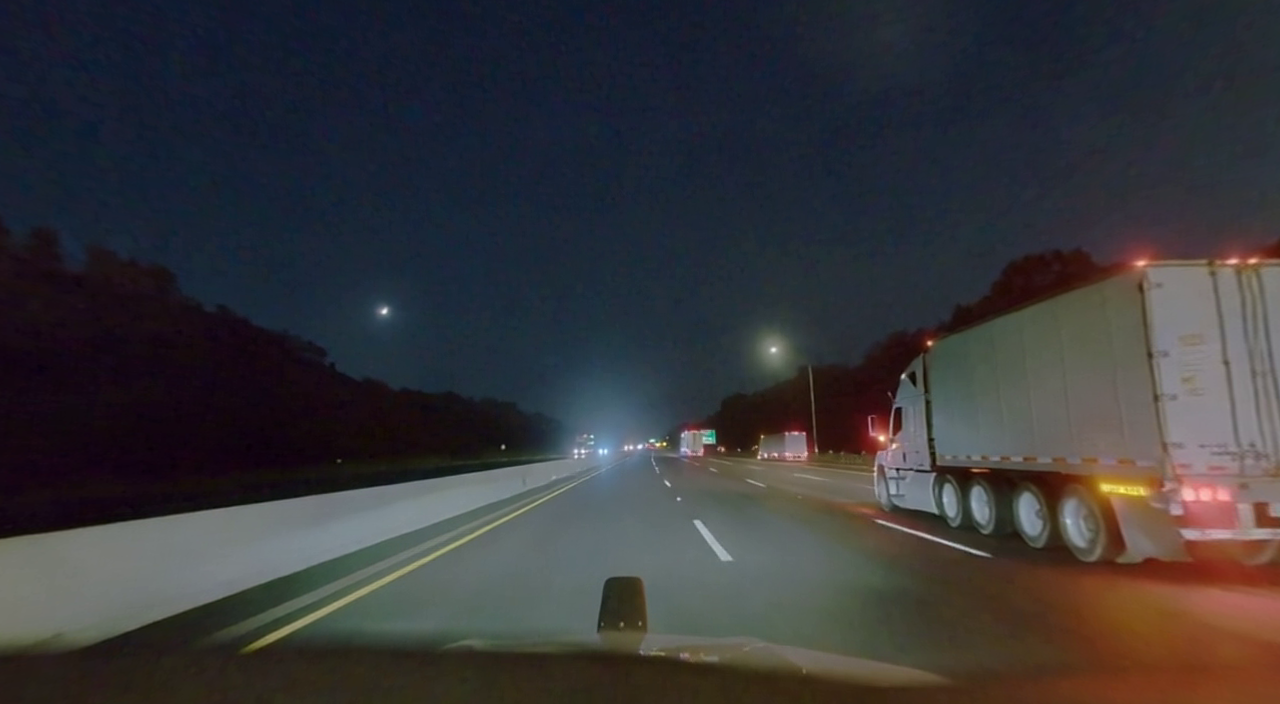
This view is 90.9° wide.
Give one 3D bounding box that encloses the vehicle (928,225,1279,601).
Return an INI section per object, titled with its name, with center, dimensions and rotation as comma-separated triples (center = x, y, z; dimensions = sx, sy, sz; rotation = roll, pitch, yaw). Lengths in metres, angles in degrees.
[vehicle]
center = 6.842, 0.941, 8.084
dimensions = 2.690, 3.197, 7.515
rotation = 0, -9, 0
